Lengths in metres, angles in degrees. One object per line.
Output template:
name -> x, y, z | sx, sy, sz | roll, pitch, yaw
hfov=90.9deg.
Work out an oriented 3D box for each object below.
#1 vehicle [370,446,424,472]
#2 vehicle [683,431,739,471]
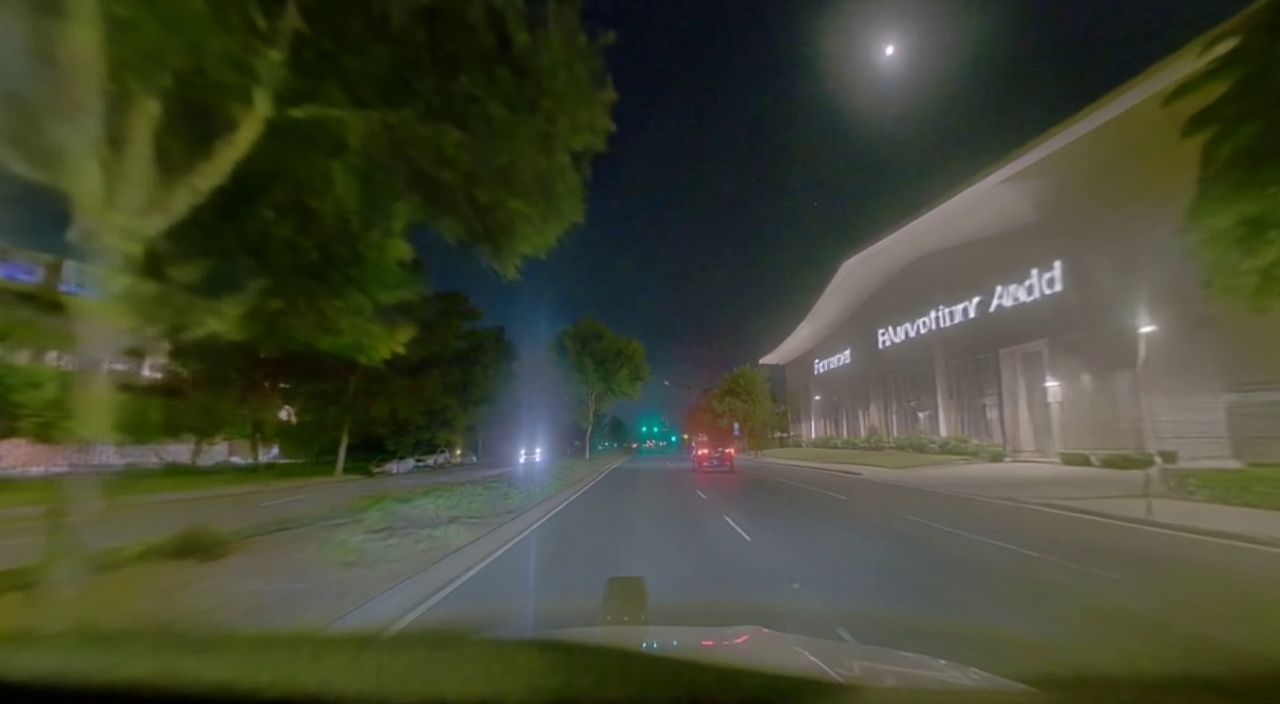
vehicle -> -16.201, 7.148, 42.315 | 1.848, 1.641, 4.644 | 0, -8, -1
vehicle -> 3.367, 4.793, 30.645 | 2.143, 1.759, 4.378 | 0, -8, -1
